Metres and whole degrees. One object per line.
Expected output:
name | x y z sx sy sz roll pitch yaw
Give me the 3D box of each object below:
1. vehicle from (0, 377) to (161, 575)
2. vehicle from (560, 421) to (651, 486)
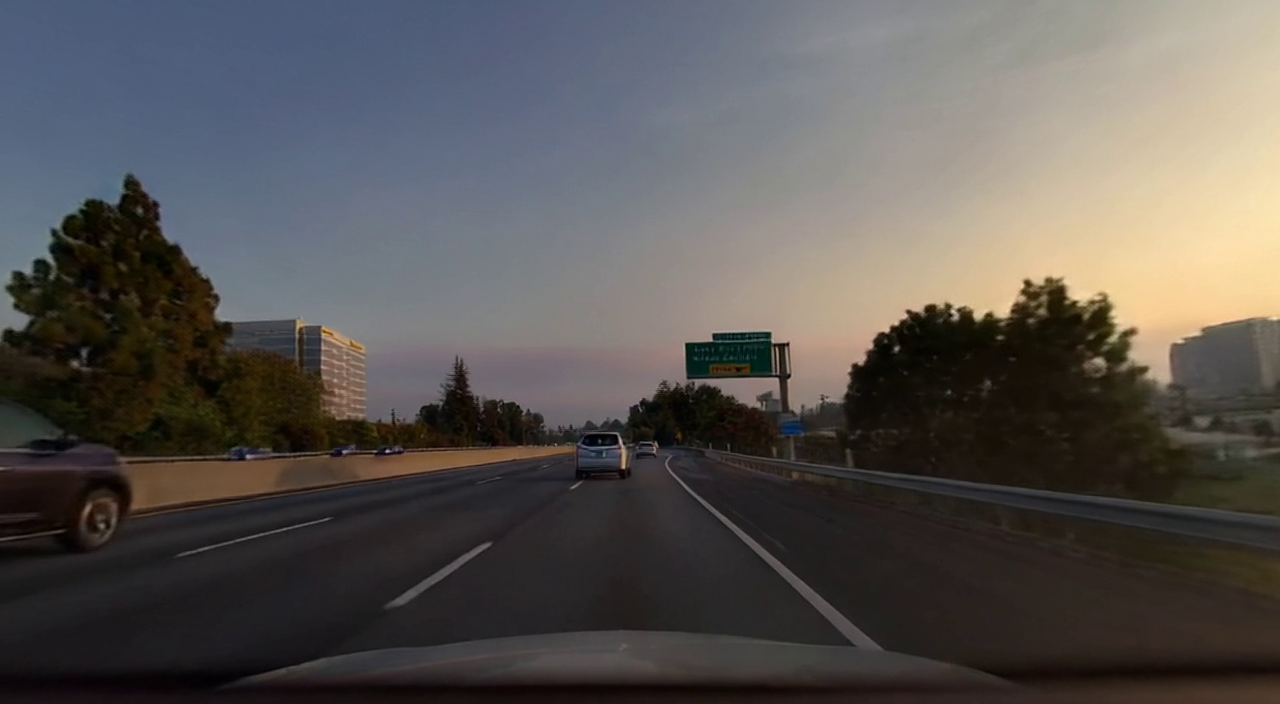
vehicle | -7.529 1.153 5.705 2.289 1.955 5.147 0 -9 0
vehicle | -1.007 3.506 21.966 2.497 1.957 5.432 -1 -9 4
